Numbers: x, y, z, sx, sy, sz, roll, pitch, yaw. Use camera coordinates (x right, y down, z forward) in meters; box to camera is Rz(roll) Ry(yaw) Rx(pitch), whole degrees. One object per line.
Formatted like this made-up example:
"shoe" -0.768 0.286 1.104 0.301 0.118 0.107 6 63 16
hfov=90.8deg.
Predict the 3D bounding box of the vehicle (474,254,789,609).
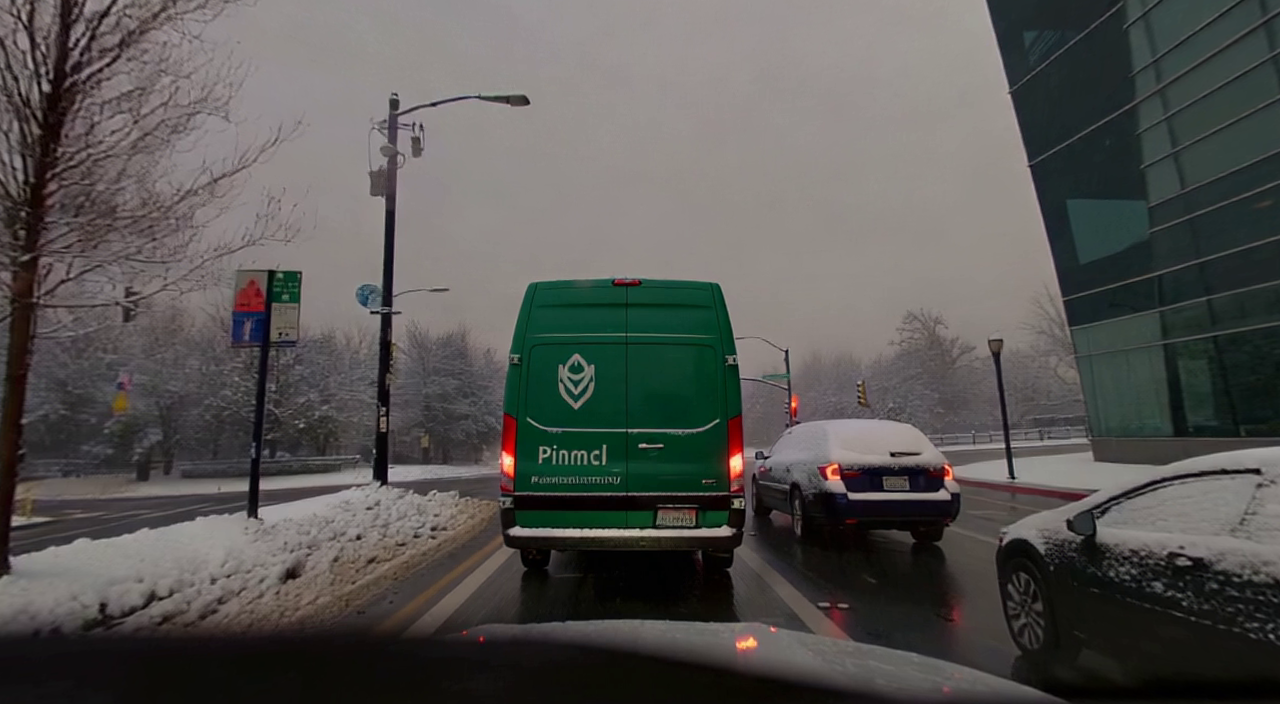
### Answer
"vehicle" -0.030 1.165 9.080 2.613 3.035 7.342 0 -8 1

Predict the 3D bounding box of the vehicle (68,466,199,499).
"vehicle" -26.206 6.752 32.880 4.888 1.481 1.873 2 -9 -16

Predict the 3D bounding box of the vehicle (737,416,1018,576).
"vehicle" 2.880 1.867 9.050 2.183 1.676 4.506 0 -8 -1

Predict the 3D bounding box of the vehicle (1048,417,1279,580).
"vehicle" 7.530 1.587 7.013 1.963 1.669 4.678 3 -9 -20
